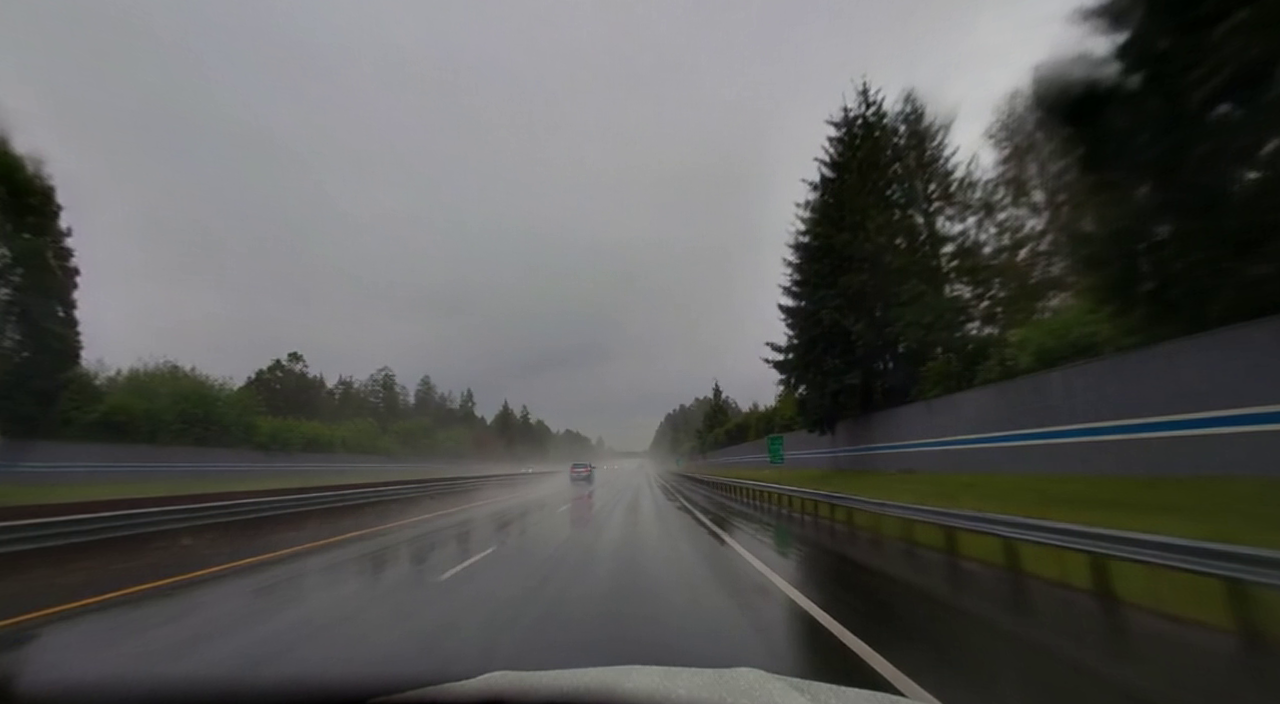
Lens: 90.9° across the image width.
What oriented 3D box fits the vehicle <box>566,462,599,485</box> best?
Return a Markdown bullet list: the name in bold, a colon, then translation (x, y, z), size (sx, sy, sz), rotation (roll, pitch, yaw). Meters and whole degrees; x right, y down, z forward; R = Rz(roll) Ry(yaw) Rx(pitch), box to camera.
- **vehicle**: translation (-4.053, 8.657, 44.834), size (1.985, 1.515, 3.839), rotation (1, -11, 0)
